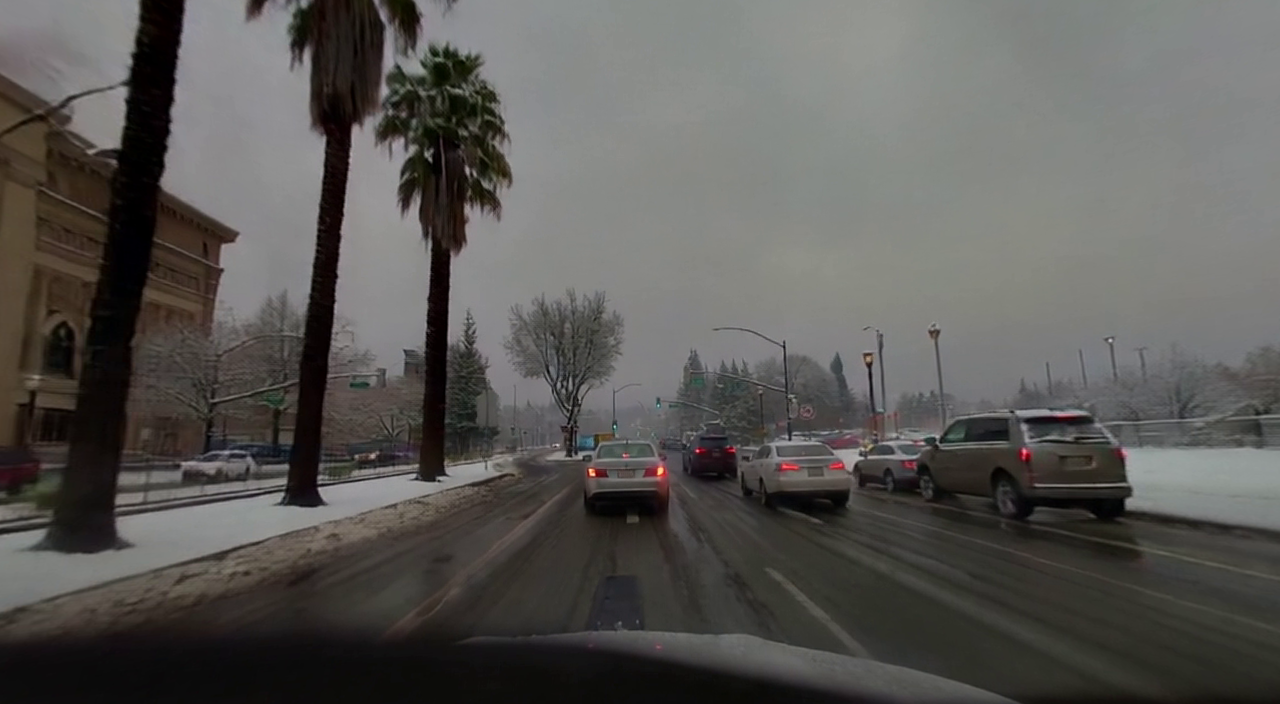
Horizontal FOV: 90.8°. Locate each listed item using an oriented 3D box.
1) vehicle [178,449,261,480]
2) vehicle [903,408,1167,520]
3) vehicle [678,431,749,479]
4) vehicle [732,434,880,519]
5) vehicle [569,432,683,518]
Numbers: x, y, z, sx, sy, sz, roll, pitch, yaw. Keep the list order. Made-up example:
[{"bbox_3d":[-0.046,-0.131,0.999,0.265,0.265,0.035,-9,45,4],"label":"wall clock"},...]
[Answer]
[{"bbox_3d":[-24.580,6.582,37.153,1.870,1.636,4.375,0,-8,0],"label":"vehicle"},{"bbox_3d":[7.977,2.251,13.627,2.200,1.933,5.123,0,-7,-3],"label":"vehicle"},{"bbox_3d":[3.109,4.613,28.708,2.127,1.854,7.971,0,-8,-1],"label":"vehicle"},{"bbox_3d":[3.225,2.500,13.222,1.833,1.465,4.258,0,-8,-2],"label":"vehicle"},{"bbox_3d":[-0.275,2.490,13.265,2.050,1.521,3.747,0,-8,-1],"label":"vehicle"}]
